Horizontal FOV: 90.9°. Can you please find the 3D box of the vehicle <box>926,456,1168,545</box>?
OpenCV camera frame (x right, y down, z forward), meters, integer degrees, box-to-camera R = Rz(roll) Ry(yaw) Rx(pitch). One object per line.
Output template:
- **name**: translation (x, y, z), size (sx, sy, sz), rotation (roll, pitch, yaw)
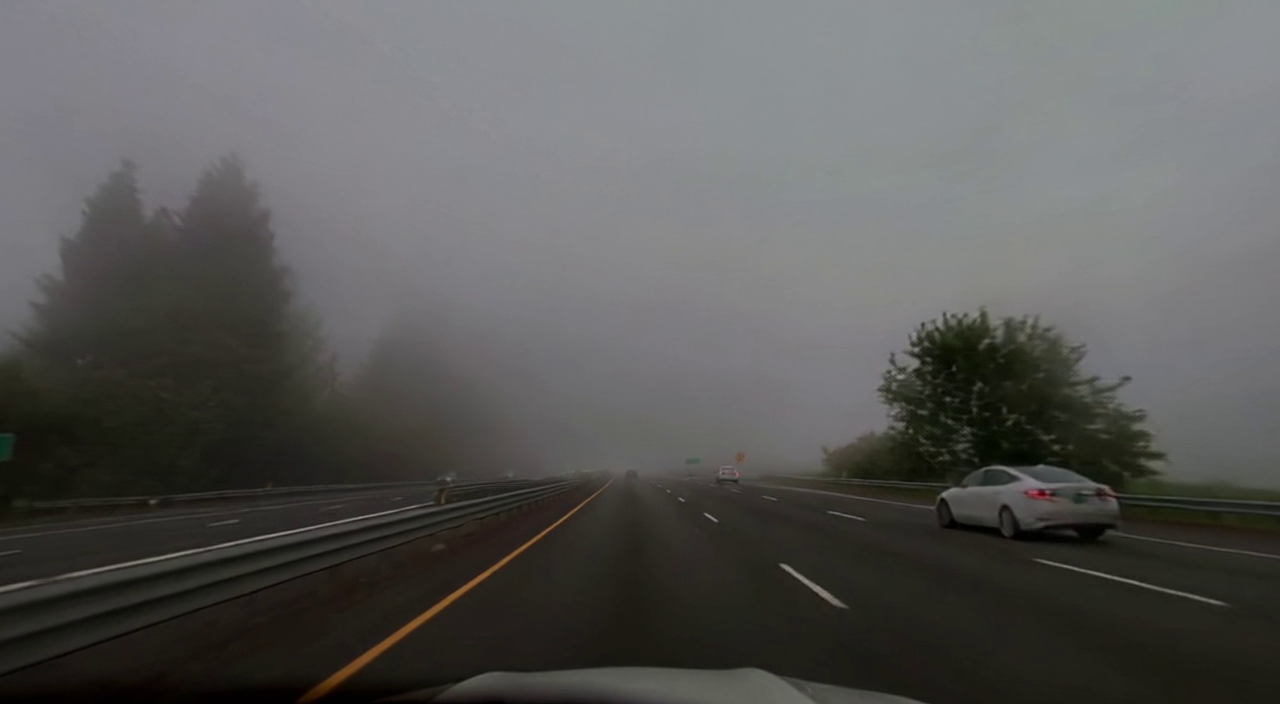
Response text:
- **vehicle**: translation (7.991, 2.952, 13.041), size (2.024, 1.476, 4.352), rotation (1, -10, -1)
